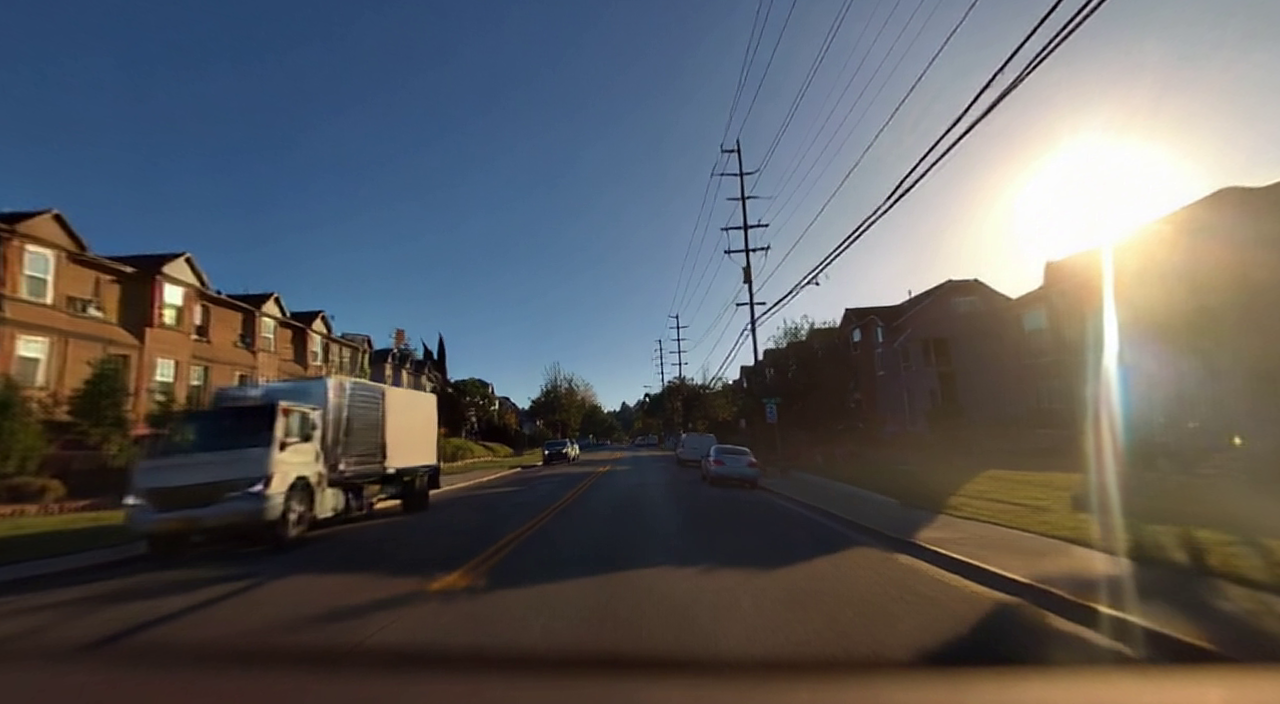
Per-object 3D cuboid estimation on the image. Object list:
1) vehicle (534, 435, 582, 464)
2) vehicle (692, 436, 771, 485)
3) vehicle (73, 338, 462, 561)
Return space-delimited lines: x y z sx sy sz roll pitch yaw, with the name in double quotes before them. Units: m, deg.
"vehicle" -5.893 7.124 46.319 2.427 1.998 5.239 -1 -8 4
"vehicle" 2.980 3.658 21.617 1.890 1.463 4.952 0 -8 -1
"vehicle" -6.544 1.936 13.217 3.197 3.187 7.847 -2 -8 2
